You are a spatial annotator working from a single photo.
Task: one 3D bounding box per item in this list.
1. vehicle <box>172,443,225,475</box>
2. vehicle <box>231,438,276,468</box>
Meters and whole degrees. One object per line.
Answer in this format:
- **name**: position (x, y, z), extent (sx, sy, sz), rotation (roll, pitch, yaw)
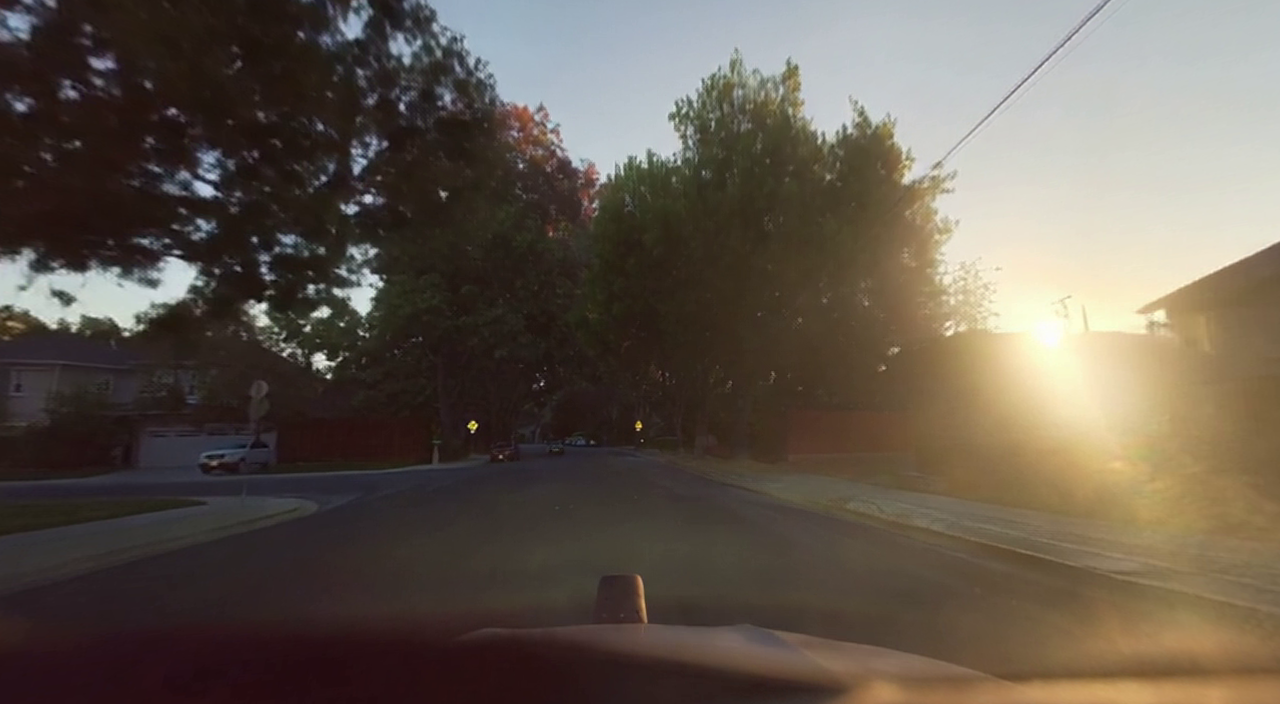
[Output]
- **vehicle**: position (-25.151, 6.068, 36.114), extent (1.883, 1.687, 3.908), rotation (4, -9, -27)
- **vehicle**: position (-24.585, 6.420, 40.334), extent (1.973, 1.787, 5.045), rotation (4, -9, -27)
